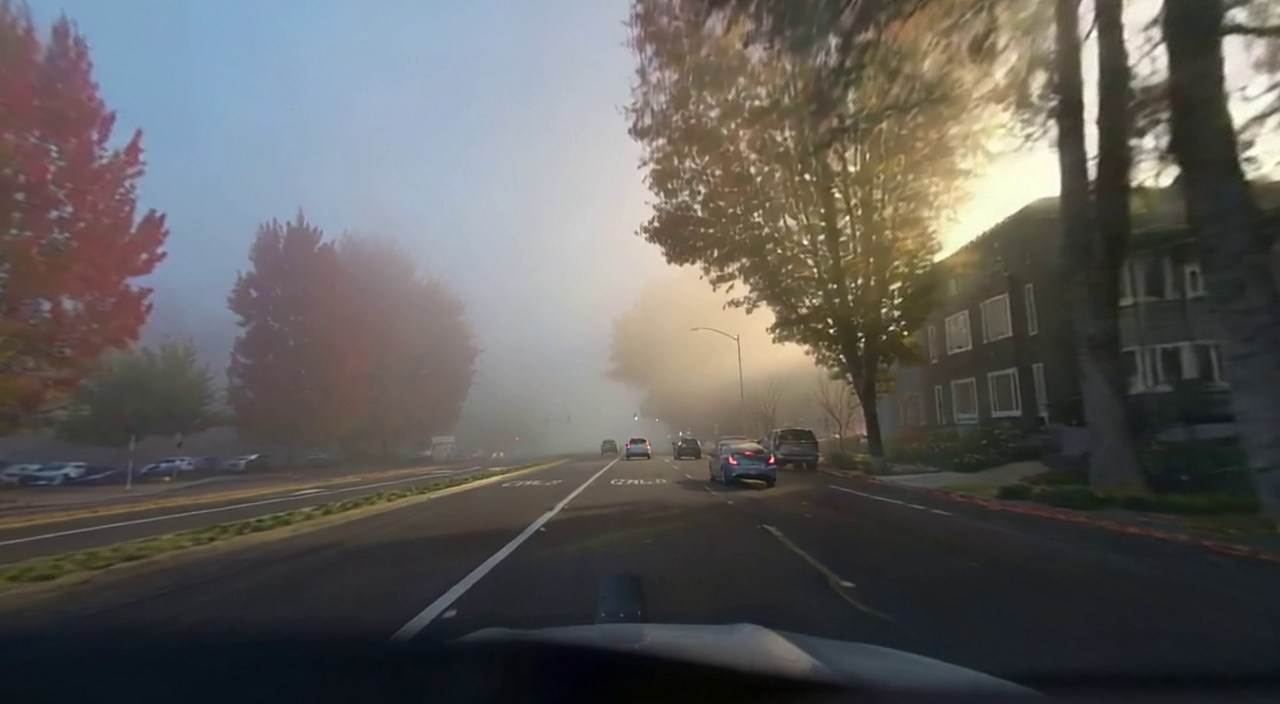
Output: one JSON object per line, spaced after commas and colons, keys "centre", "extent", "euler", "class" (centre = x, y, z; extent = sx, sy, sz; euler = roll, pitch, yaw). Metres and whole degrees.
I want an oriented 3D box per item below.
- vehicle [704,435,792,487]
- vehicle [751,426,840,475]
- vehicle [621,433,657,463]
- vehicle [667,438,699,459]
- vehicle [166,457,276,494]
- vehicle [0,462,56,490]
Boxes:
{"centre": [3.391, 3.518, 20.707], "extent": [1.977, 1.498, 4.521], "euler": [0, -9, -1], "class": "vehicle"}
{"centre": [6.776, 4.390, 28.234], "extent": [2.378, 1.946, 5.826], "euler": [0, -9, -1], "class": "vehicle"}
{"centre": [-0.105, 6.362, 41.811], "extent": [2.239, 1.856, 4.815], "euler": [0, -9, -1], "class": "vehicle"}
{"centre": [3.315, 7.532, 49.152], "extent": [2.178, 1.546, 4.311], "euler": [0, -9, 0], "class": "vehicle"}
{"centre": [-19.361, 5.687, 29.393], "extent": [1.886, 1.495, 4.593], "euler": [0, -9, 1], "class": "vehicle"}
{"centre": [-41.664, 8.171, 41.475], "extent": [4.550, 1.660, 2.054], "euler": [-1, -8, 5], "class": "vehicle"}
